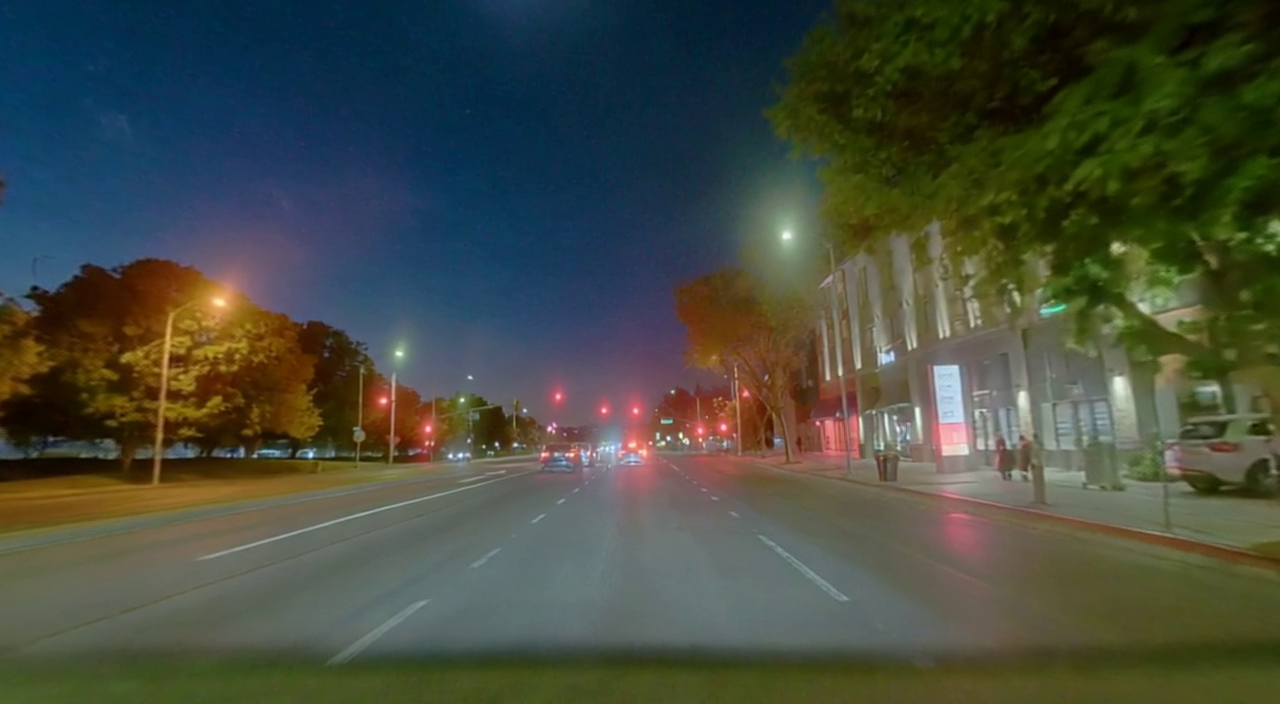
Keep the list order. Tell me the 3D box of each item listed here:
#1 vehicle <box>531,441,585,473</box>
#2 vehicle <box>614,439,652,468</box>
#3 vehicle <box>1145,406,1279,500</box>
[{"bbox_3d":[-3.988,5.216,31.561,2.020,1.457,4.496,0,-8,1],"label":"vehicle"},{"bbox_3d":[-0.390,5.781,36.046,2.042,1.555,3.912,0,-8,0],"label":"vehicle"},{"bbox_3d":[12.761,1.944,12.301,4.084,1.661,2.042,0,-8,-2],"label":"vehicle"}]
